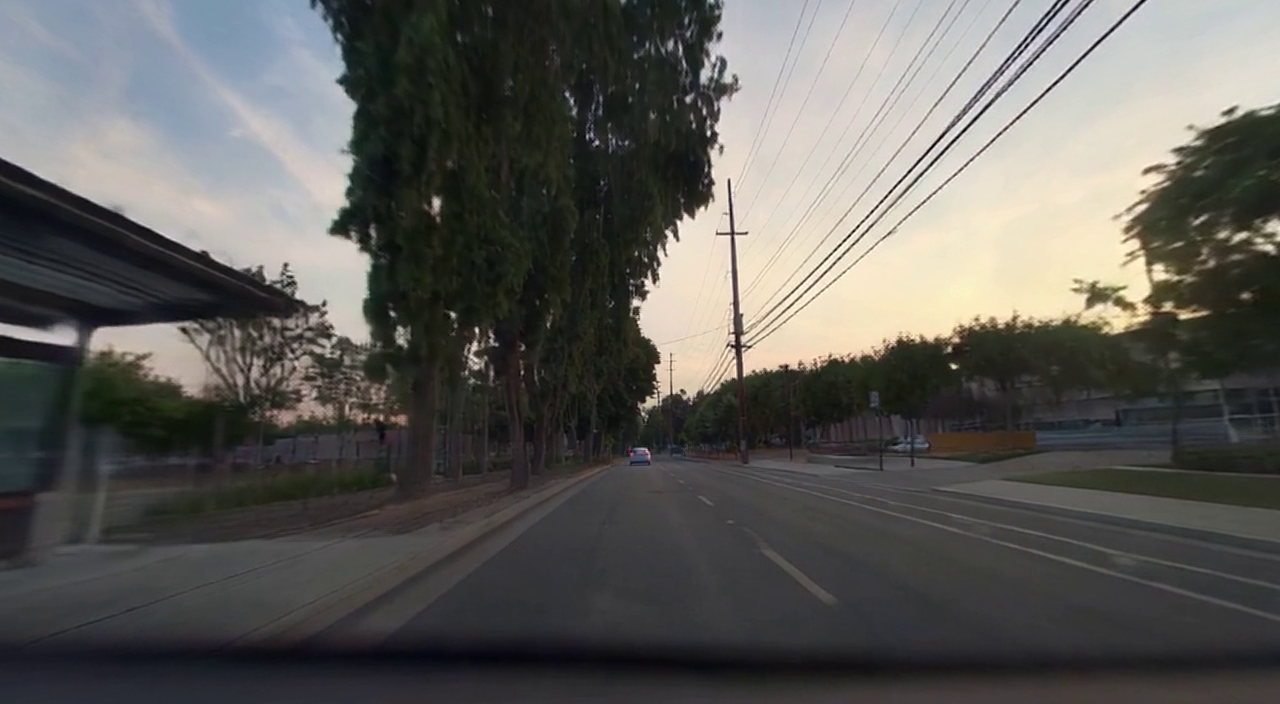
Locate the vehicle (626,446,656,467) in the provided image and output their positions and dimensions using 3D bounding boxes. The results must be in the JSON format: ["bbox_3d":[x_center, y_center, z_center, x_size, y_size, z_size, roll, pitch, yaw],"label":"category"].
[{"bbox_3d":[0.055,7.798,47.381,2.109,1.501,4.042,0,-8,-1],"label":"vehicle"}]
